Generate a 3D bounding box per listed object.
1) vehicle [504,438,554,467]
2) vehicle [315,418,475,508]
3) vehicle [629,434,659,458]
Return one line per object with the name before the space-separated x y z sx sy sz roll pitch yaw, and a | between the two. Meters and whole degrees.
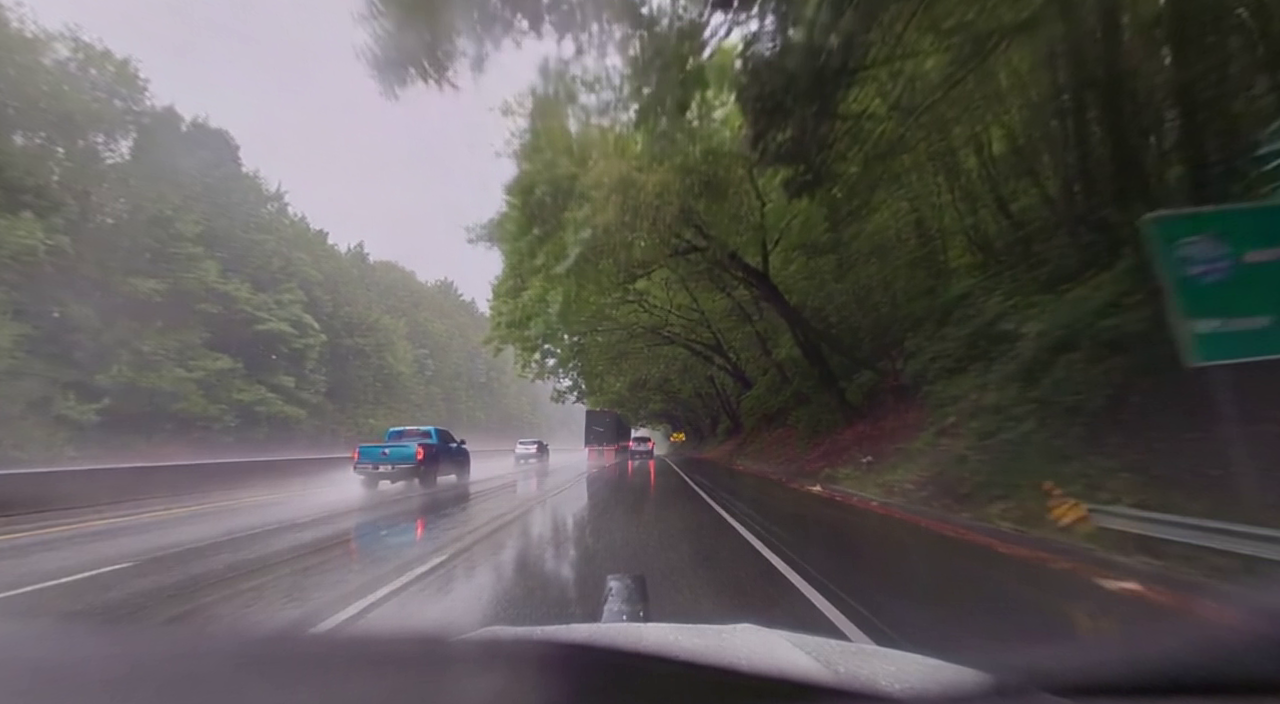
vehicle | -7.210 6.572 41.588 2.258 1.785 5.318 0 -8 1
vehicle | -5.783 2.689 15.686 2.149 1.884 4.627 0 -8 -1
vehicle | 0.264 6.874 46.158 2.072 1.630 4.529 0 -8 0
